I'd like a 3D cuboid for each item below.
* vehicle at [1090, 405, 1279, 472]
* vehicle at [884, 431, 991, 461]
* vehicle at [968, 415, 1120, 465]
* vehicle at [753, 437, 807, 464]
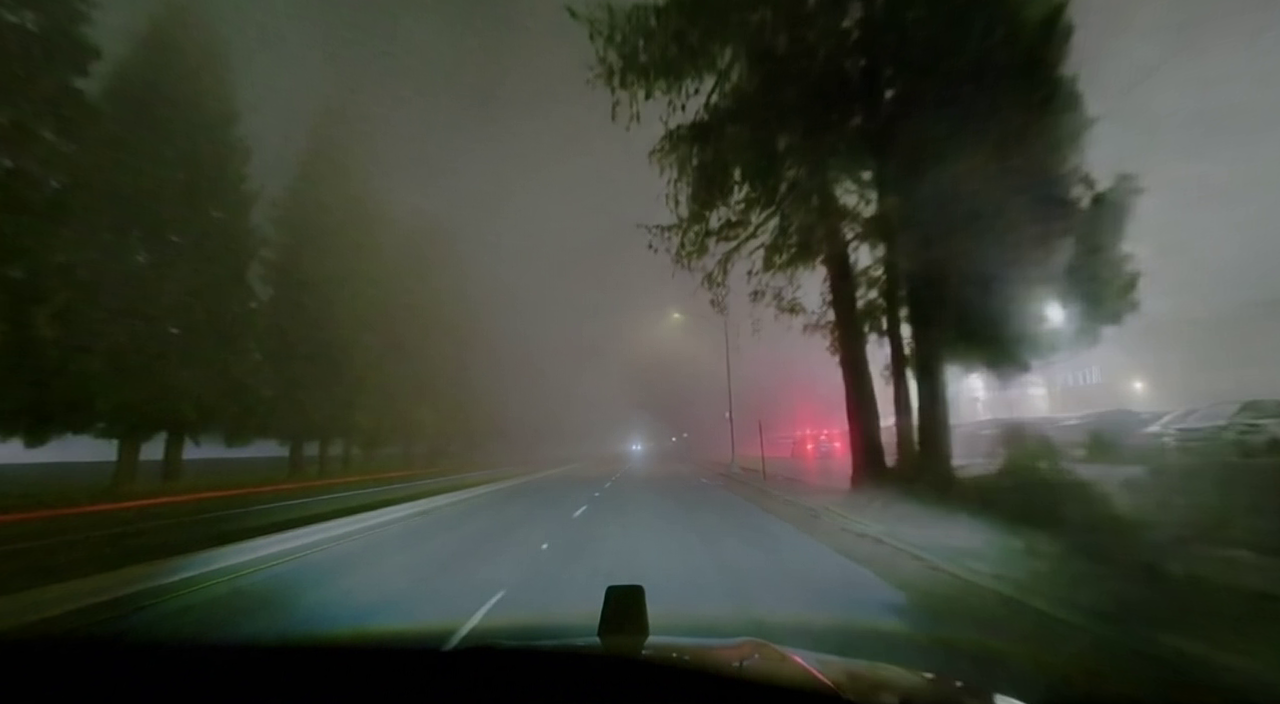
[{"bbox_3d":[15.314,2.314,16.925,4.952,1.486,2.011,-9,-10,30],"label":"vehicle"},{"bbox_3d":[14.941,4.729,31.739,4.631,1.384,1.906,-5,-10,32],"label":"vehicle"},{"bbox_3d":[14.750,3.290,23.168,4.387,1.532,1.930,-9,-12,34],"label":"vehicle"},{"bbox_3d":[8.228,5.865,37.479,2.056,1.449,4.679,-1,-8,-1],"label":"vehicle"}]
